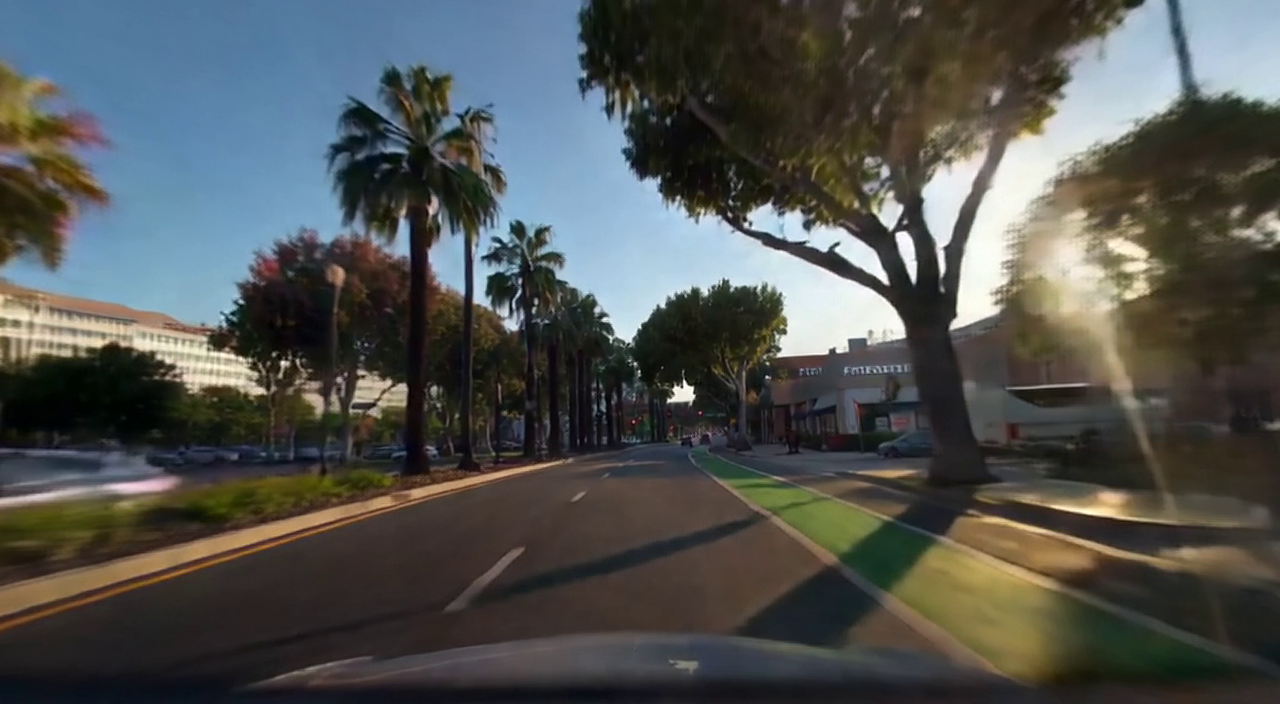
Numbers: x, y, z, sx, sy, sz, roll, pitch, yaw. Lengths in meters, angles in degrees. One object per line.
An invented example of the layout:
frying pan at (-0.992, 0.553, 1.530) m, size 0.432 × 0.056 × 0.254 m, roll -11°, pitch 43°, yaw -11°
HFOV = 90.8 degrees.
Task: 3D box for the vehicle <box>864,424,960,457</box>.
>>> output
vehicle at (14.720, 4.852, 34.457) m, size 4.601 × 1.696 × 1.977 m, roll -4°, pitch -9°, yaw 21°

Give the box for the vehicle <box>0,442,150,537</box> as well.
vehicle at (-11.108, 2.305, 10.856) m, size 1.925 × 1.492 × 4.200 m, roll 0°, pitch -8°, yaw 1°

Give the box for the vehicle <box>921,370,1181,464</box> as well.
vehicle at (14.603, 2.390, 22.814) m, size 7.635 × 3.131 × 2.691 m, roll 0°, pitch -8°, yaw -6°
